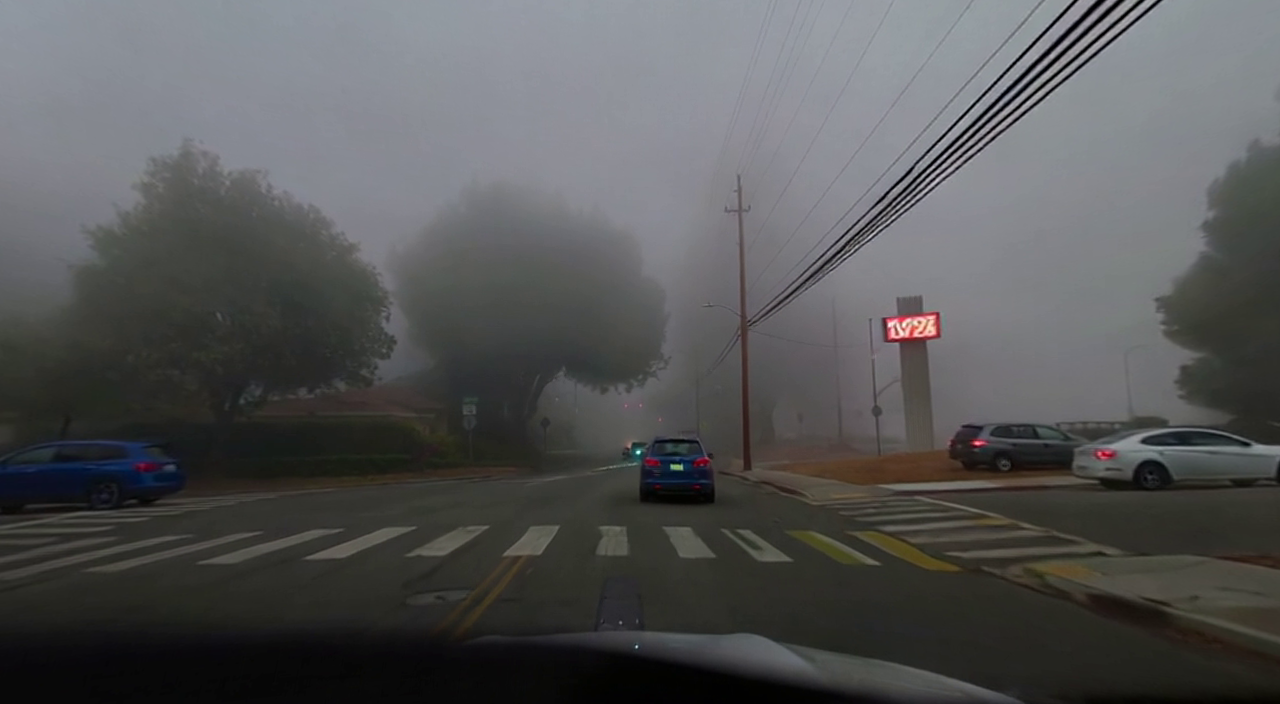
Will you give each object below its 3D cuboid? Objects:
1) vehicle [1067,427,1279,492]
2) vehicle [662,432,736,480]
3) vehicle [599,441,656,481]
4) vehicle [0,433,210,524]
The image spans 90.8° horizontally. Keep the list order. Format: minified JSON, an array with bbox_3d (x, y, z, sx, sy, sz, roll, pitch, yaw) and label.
[{"bbox_3d":[13.170,2.484,14.775,4.872,1.400,1.955,-1,-9,3],"label":"vehicle"},{"bbox_3d":[2.429,4.533,27.852,2.553,1.868,5.536,0,-9,-2],"label":"vehicle"},{"bbox_3d":[-0.574,4.211,24.660,1.874,1.427,3.976,1,-9,-6],"label":"vehicle"},{"bbox_3d":[-13.779,2.865,14.612,5.866,1.904,2.197,1,-9,-6],"label":"vehicle"}]
